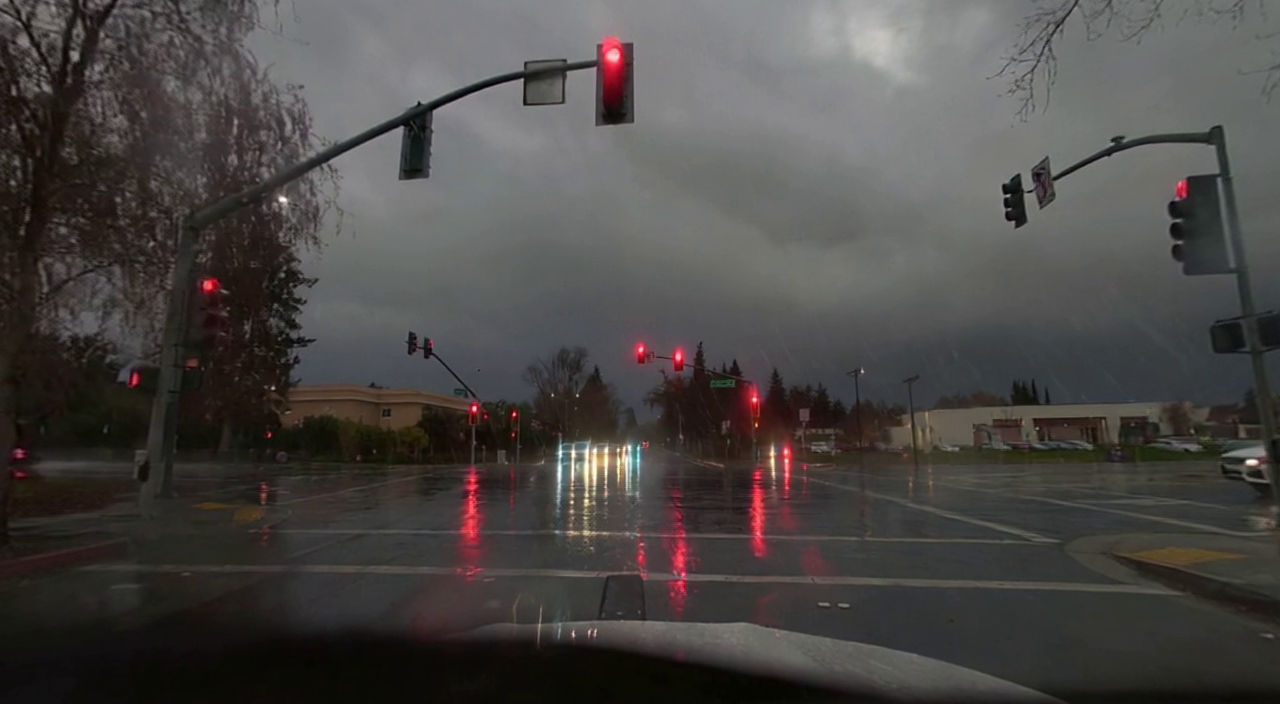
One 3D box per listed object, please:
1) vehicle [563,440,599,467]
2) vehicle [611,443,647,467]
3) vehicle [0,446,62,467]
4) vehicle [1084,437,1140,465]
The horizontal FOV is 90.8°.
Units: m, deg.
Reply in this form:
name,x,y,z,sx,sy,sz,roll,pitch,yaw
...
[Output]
name,x,y,z,sx,sy,sz,roll,pitch,yaw
vehicle,-4.061,7.105,44.308,2.251,1.756,4.610,0,-9,-2
vehicle,-0.803,6.830,41.992,2.056,1.492,3.937,1,-9,-6
vehicle,-42.199,7.094,42.973,4.628,1.414,1.897,-2,-9,14
vehicle,27.015,5.655,36.114,2.092,1.474,4.046,-8,-11,41
